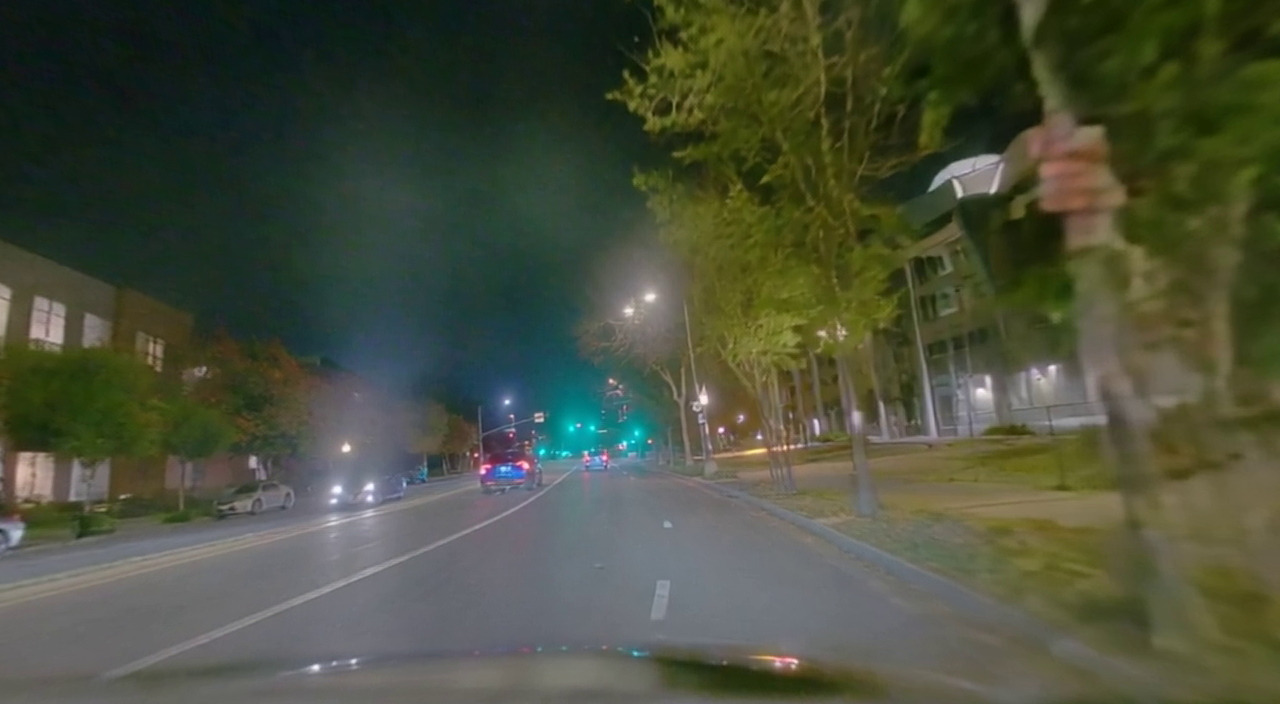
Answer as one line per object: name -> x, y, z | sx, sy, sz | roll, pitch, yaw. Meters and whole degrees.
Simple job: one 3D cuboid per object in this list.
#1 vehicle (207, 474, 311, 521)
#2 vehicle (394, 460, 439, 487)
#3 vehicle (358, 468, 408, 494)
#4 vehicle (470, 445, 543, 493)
vehicle -> -16.287, 6.203, 27.296 | 1.874, 1.392, 4.633 | -6, -8, -4
vehicle -> -17.532, 9.548, 49.748 | 1.996, 1.886, 4.692 | 0, -9, -3
vehicle -> -17.357, 8.701, 42.903 | 1.880, 1.476, 4.715 | 0, -8, -6
vehicle -> -5.287, 4.685, 25.696 | 2.097, 1.755, 4.336 | 0, -8, -1
